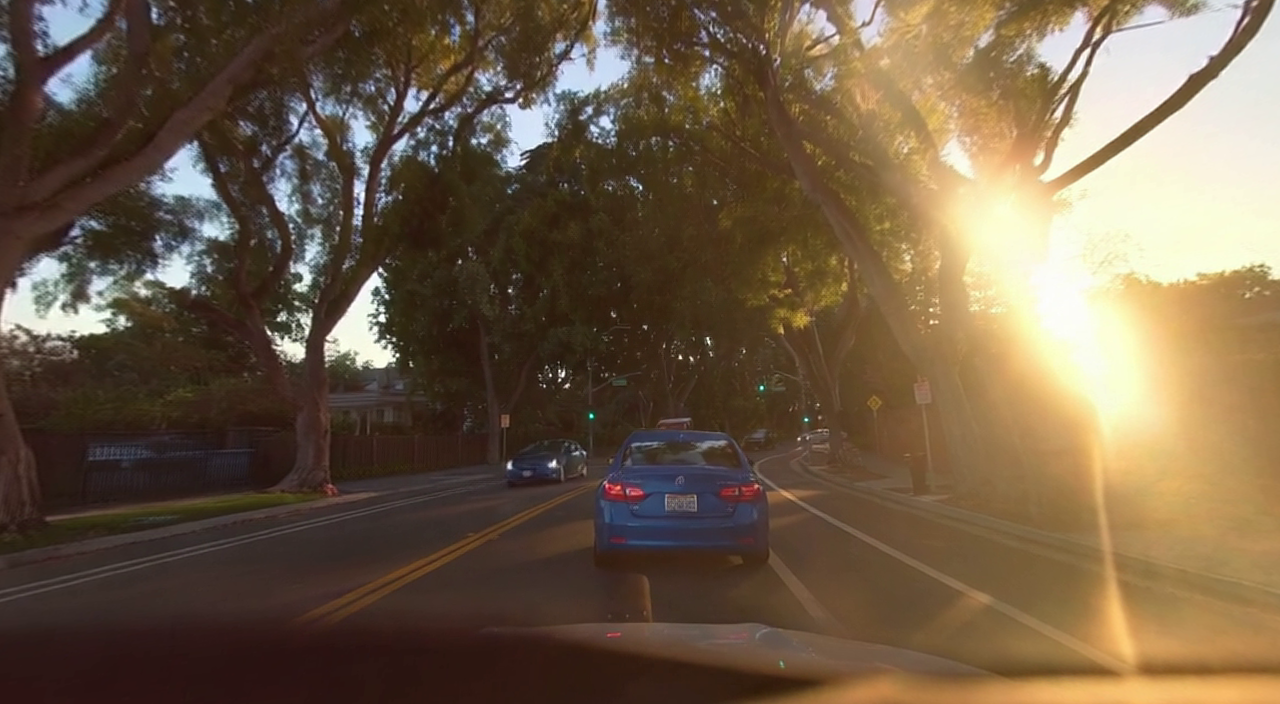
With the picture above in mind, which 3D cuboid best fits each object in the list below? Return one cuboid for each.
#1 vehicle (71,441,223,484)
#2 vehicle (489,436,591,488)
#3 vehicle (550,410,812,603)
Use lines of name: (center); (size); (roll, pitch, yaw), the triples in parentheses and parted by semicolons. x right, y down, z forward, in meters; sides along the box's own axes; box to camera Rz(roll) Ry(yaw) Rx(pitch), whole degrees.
vehicle: (-18.051, 4.035, 23.177); (4.069, 1.445, 2.063); (-2, -9, 9)
vehicle: (-3.047, 3.482, 20.342); (2.060, 1.479, 4.462); (-1, -8, 7)
vehicle: (0.367, 1.509, 7.039); (2.070, 1.516, 3.936); (0, -8, 1)
